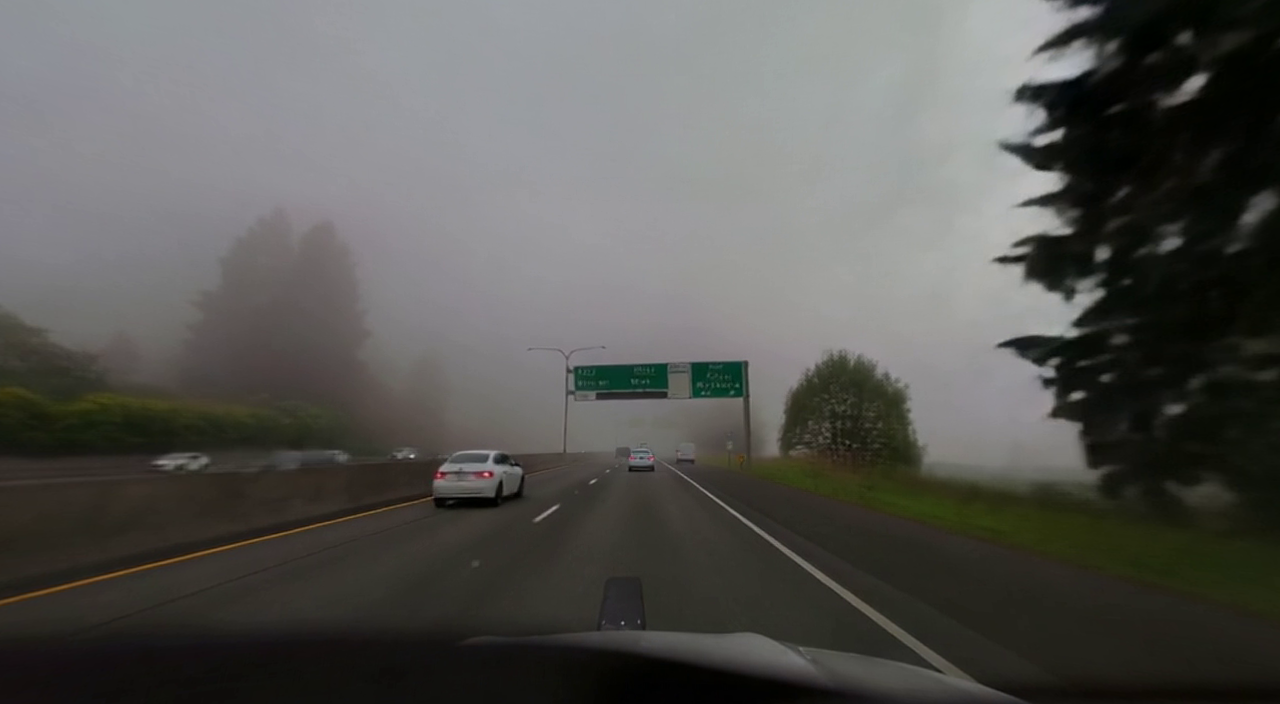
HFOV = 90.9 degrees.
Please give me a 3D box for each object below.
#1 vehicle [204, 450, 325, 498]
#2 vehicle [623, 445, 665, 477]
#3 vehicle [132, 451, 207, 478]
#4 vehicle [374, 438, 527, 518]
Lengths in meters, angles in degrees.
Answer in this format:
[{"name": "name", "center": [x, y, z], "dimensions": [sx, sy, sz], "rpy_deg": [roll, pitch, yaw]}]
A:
[{"name": "vehicle", "center": [-12.685, 4.115, 21.587], "dimensions": [1.787, 1.447, 3.776], "rpy_deg": [0, -9, 1]}, {"name": "vehicle", "center": [0.168, 5.390, 31.331], "dimensions": [1.960, 1.456, 3.818], "rpy_deg": [0, -9, 0]}, {"name": "vehicle", "center": [-27.452, 6.576, 36.900], "dimensions": [1.736, 1.475, 3.535], "rpy_deg": [0, -9, -2]}, {"name": "vehicle", "center": [-4.110, 2.835, 14.627], "dimensions": [2.081, 1.534, 4.543], "rpy_deg": [0, -9, 1]}]
